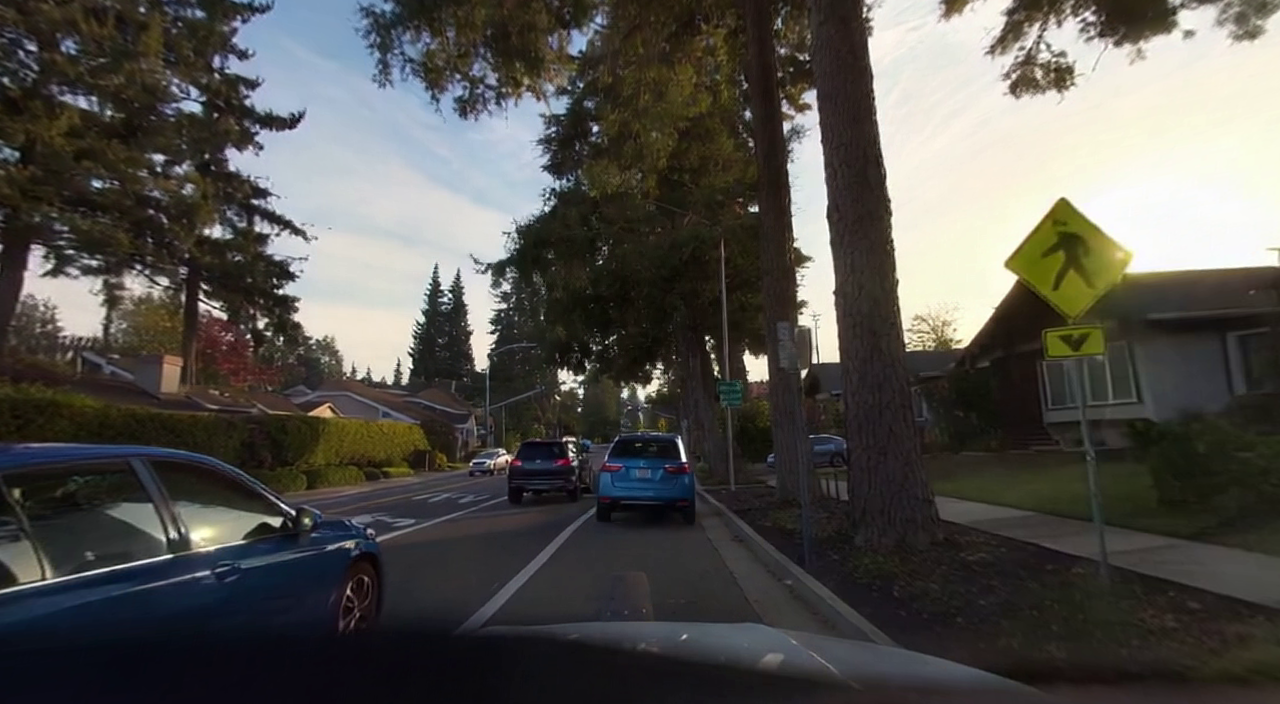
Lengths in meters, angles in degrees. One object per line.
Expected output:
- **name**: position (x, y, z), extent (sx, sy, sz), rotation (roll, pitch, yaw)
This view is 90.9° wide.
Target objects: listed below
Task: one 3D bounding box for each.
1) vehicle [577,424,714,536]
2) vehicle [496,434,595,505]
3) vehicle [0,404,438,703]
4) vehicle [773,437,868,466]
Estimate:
- **vehicle**: position (0.153, 2.282, 11.812), extent (2.120, 1.718, 3.909), rotation (0, -9, 2)
- **vehicle**: position (-2.494, 3.229, 17.731), extent (2.000, 1.737, 4.133), rotation (0, -9, 2)
- **vehicle**: position (-2.862, 1.114, 3.282), extent (1.968, 1.472, 4.685), rotation (0, -9, 1)
- **vehicle**: position (9.531, 5.295, 33.567), extent (4.456, 1.504, 1.914), rotation (0, -8, 2)
